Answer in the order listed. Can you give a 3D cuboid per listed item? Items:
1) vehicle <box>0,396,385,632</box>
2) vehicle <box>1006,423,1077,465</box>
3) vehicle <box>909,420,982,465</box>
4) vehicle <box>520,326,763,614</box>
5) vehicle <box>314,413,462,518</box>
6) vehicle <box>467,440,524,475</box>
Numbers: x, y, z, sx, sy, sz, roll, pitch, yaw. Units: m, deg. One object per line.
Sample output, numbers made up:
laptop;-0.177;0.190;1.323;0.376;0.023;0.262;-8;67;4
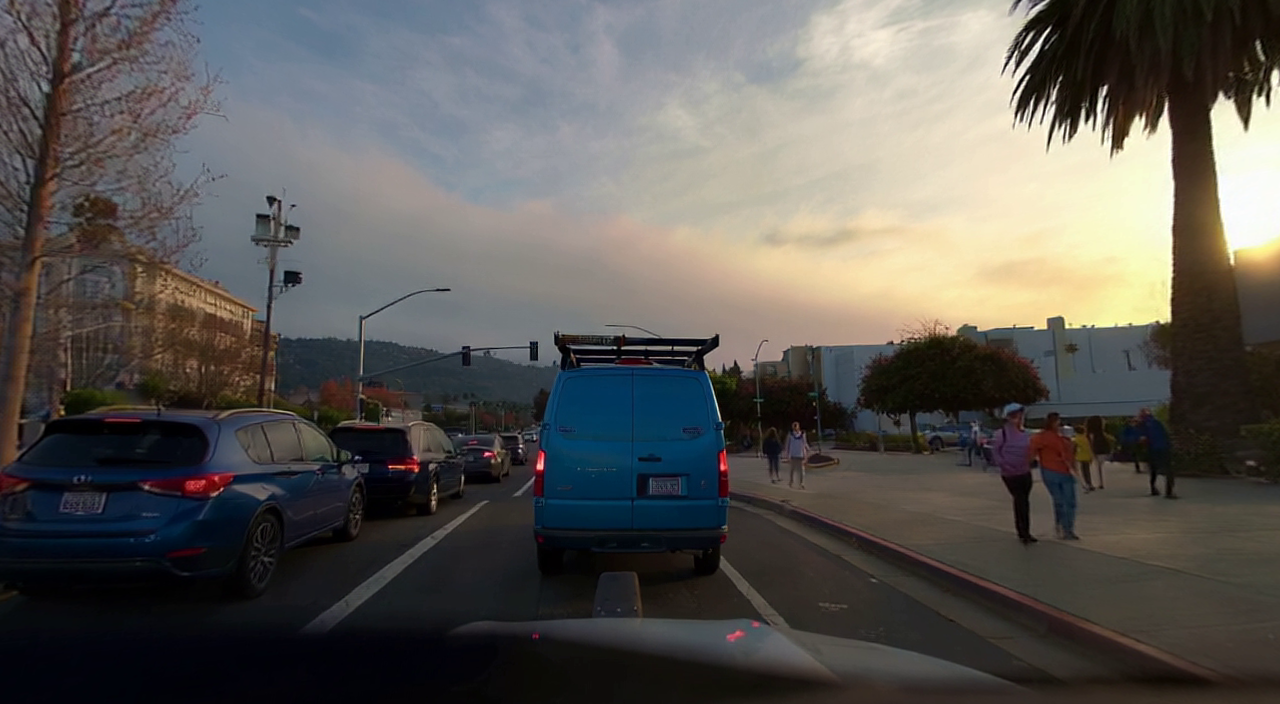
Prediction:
vehicle;-4.398;1.467;6.670;1.986;1.643;4.315;1;-9;-6
vehicle;15.753;3.614;24.706;2.048;1.475;3.972;-6;-11;34
vehicle;12.659;3.754;26.047;2.046;1.675;3.924;-6;-10;33
vehicle;-0.200;1.224;7.178;1.902;2.238;4.263;1;-9;-6
vehicle;-5.213;2.413;13.890;2.089;1.854;5.022;2;-9;-11
vehicle;-6.837;4.887;29.569;1.818;1.479;4.428;4;-9;-22
